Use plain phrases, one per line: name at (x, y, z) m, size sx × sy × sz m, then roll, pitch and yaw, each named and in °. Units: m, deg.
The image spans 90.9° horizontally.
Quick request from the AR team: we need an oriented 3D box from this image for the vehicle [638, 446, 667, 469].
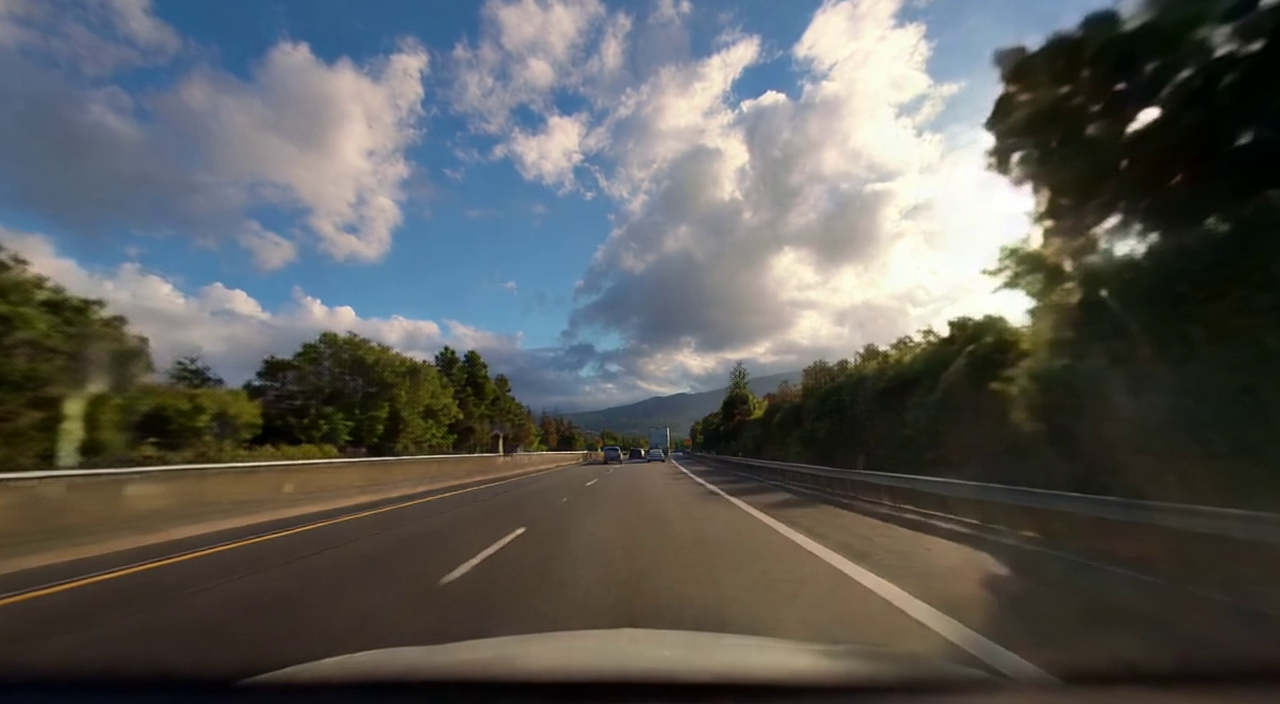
vehicle at (0.832, 7.291, 43.565) m, size 1.934 × 1.488 × 3.832 m, roll 0°, pitch -9°, yaw 1°
